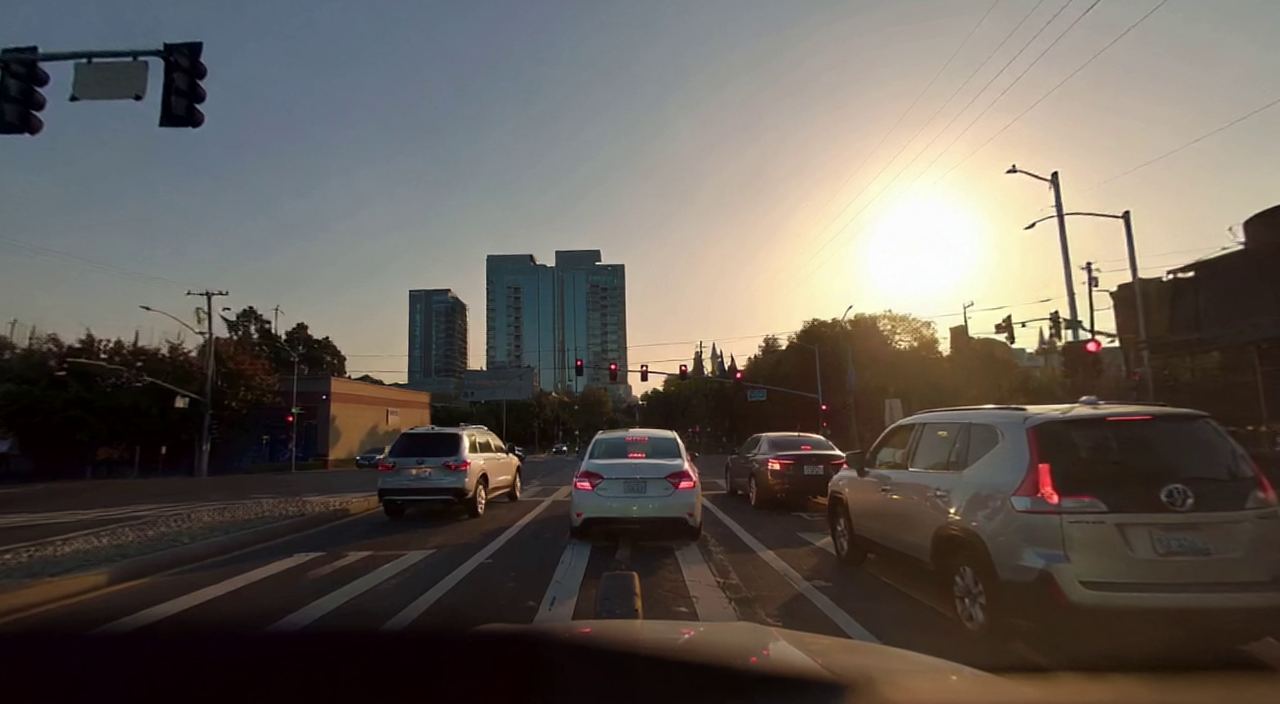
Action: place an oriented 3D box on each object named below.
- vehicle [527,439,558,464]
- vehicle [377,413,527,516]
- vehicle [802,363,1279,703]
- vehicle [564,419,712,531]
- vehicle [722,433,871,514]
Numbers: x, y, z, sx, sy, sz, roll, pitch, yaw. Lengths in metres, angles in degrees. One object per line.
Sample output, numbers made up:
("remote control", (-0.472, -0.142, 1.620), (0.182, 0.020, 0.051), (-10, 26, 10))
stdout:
("vehicle", (-6.919, 7.102, 45.283), (2.037, 1.705, 4.677), (1, -9, -7))
("vehicle", (-3.774, 2.349, 13.628), (2.021, 1.837, 4.448), (0, -8, -2))
("vehicle", (3.022, 1.218, 5.283), (2.103, 1.701, 4.294), (0, -8, -1))
("vehicle", (-0.080, 2.128, 11.436), (2.188, 1.637, 4.027), (0, -8, -1))
("vehicle", (3.153, 2.557, 13.794), (2.001, 1.463, 4.398), (0, -8, -2))
